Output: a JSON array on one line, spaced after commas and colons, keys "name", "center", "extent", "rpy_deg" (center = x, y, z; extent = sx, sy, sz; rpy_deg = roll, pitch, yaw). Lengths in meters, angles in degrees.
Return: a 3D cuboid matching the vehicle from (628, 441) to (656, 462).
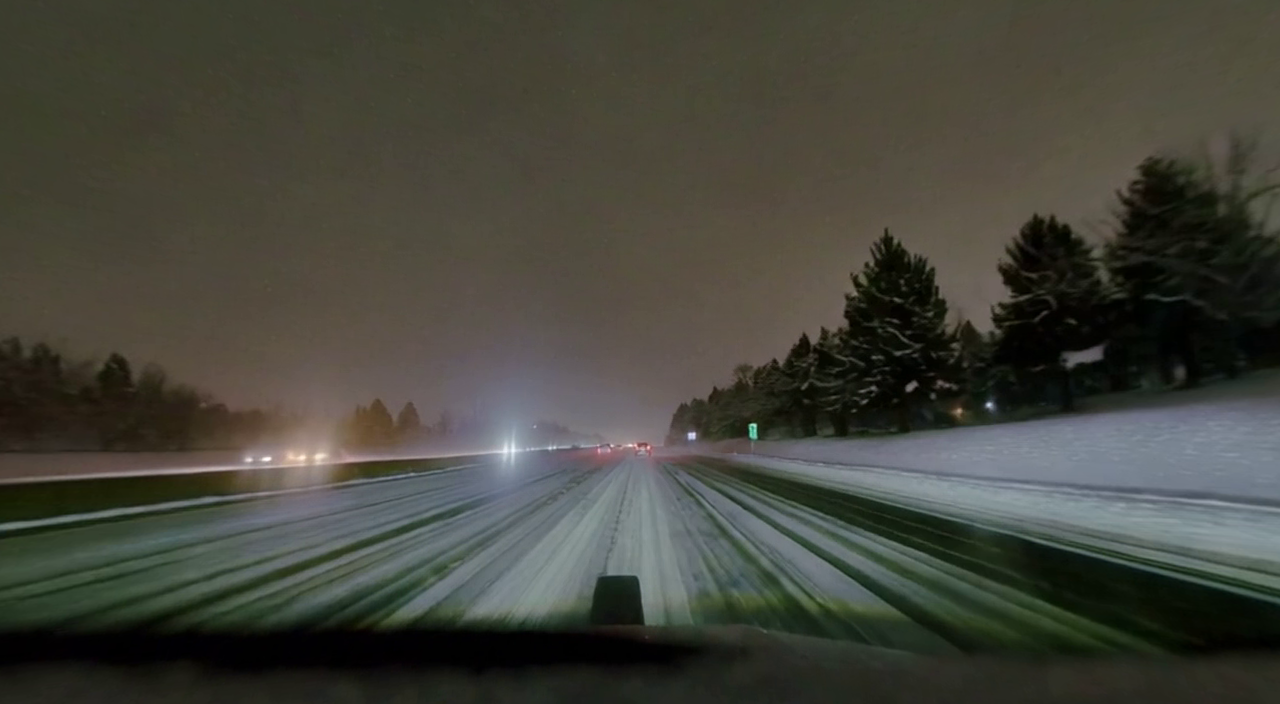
[{"name": "vehicle", "center": [0.090, 7.504, 47.768], "extent": [2.021, 1.528, 4.154], "rpy_deg": [0, -8, -1]}]
